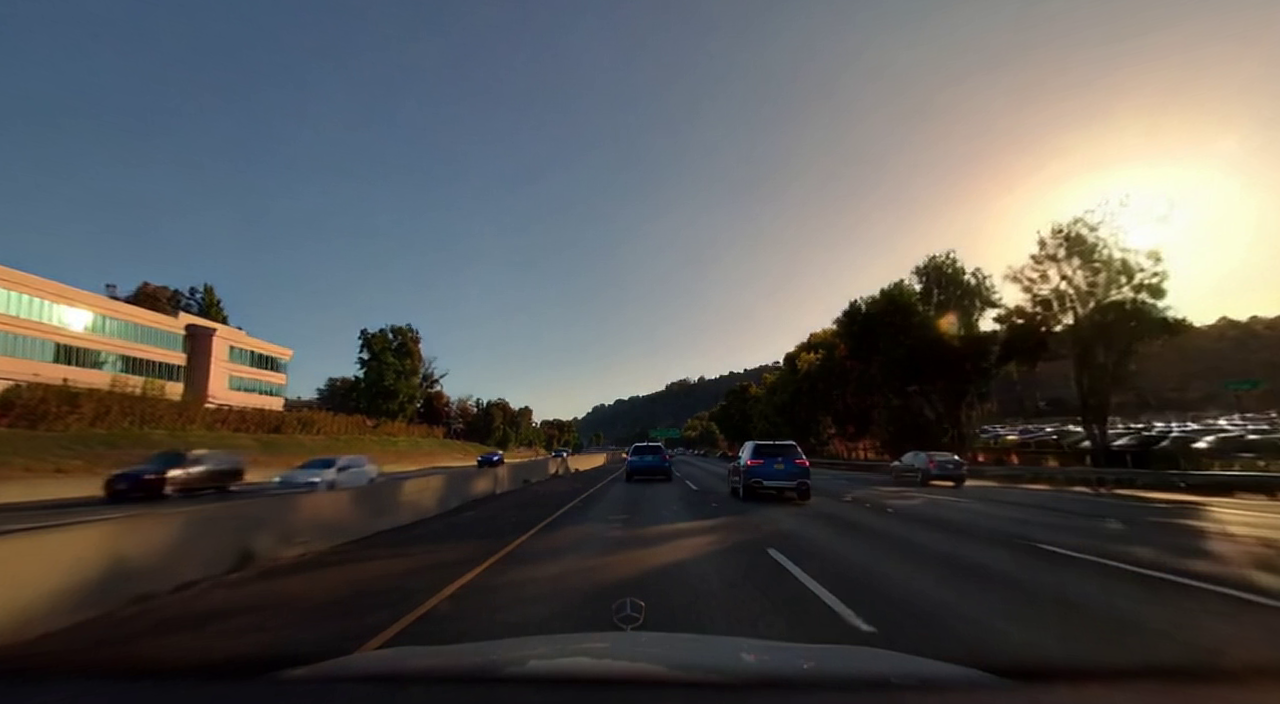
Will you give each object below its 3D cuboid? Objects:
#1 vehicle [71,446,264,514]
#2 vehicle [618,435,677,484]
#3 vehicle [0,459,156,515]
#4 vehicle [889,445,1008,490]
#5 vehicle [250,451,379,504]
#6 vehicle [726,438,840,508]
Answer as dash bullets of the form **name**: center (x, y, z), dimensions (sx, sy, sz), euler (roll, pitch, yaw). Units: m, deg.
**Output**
- **vehicle**: center (-14.222, 3.814, 19.479), dimensions (2.092, 1.805, 4.904), euler (0, -8, 0)
- **vehicle**: center (0.307, 4.512, 26.733), dimensions (2.290, 1.862, 4.454), euler (0, -8, 1)
- **vehicle**: center (-18.030, 4.164, 19.887), dimensions (1.918, 1.456, 4.459), euler (0, -8, 1)
- **vehicle**: center (10.989, 4.113, 22.910), dimensions (2.027, 1.446, 4.470), euler (0, -8, 0)
- **vehicle**: center (-10.564, 4.057, 20.873), dimensions (1.883, 1.529, 4.333), euler (0, -8, 1)
- **vehicle**: center (3.576, 3.094, 16.624), dimensions (2.042, 1.592, 4.047), euler (0, -8, 0)
